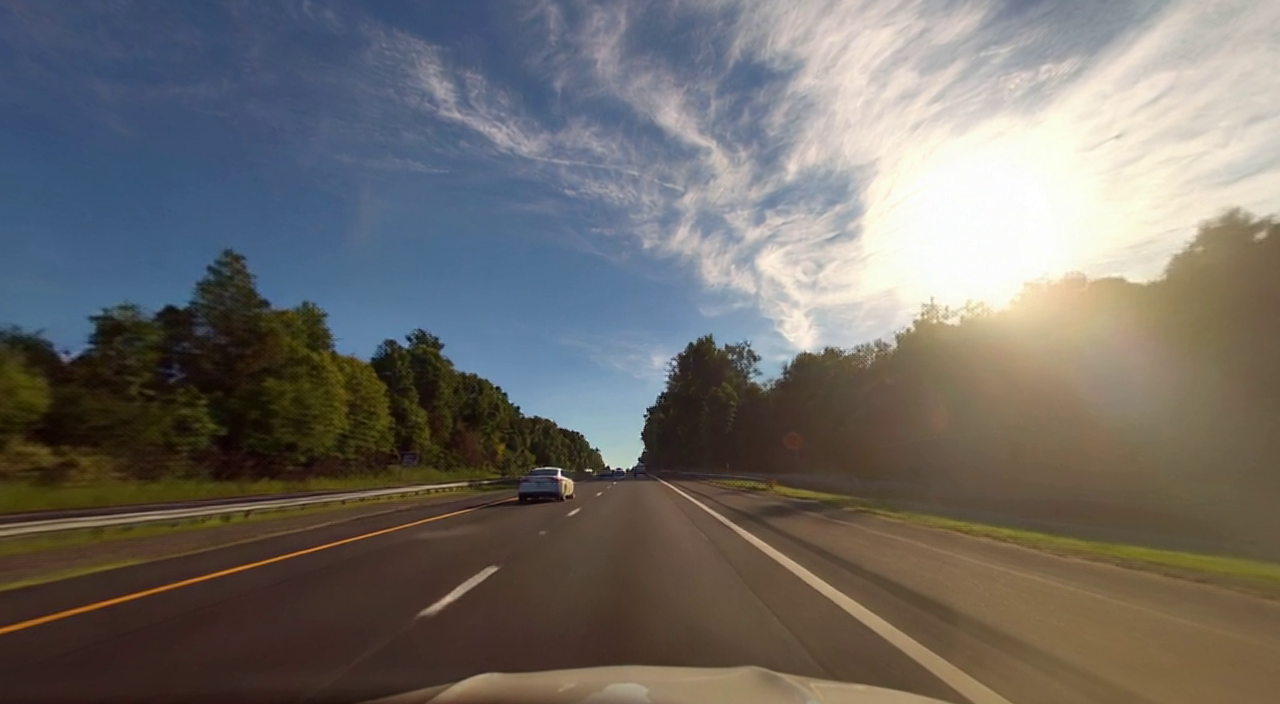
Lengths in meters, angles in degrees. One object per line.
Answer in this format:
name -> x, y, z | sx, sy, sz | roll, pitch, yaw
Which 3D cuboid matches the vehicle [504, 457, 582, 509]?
vehicle -> -3.184, 4.432, 21.517 | 1.900, 1.550, 4.146 | 1, -10, 1
